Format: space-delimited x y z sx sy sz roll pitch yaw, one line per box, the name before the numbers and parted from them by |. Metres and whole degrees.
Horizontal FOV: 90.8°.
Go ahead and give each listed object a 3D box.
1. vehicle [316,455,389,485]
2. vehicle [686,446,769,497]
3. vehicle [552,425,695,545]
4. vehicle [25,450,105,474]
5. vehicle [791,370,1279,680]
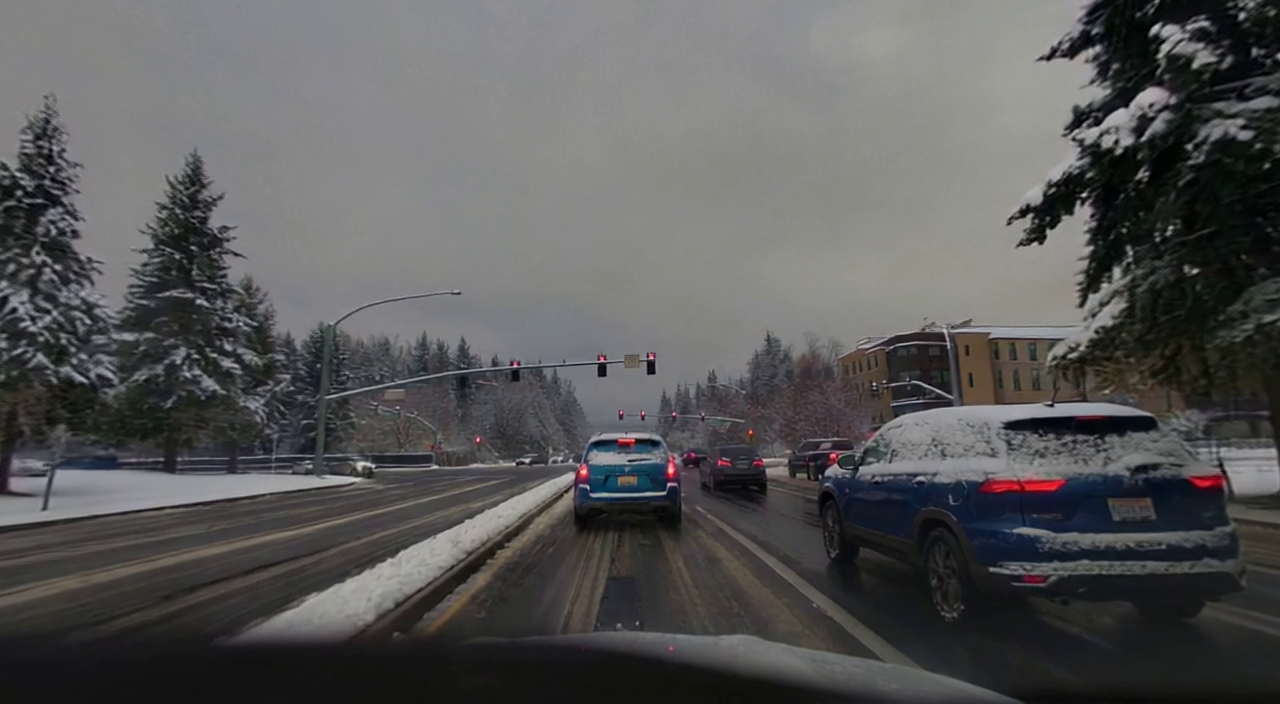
vehicle | -20.641 8.410 45.330 4.905 1.949 2.354 -5 -10 32
vehicle | 2.694 3.779 20.484 1.900 1.459 4.260 0 -8 -3
vehicle | -0.284 2.216 11.192 2.039 1.698 4.144 0 -8 -2
vehicle | -40.512 7.734 44.607 1.742 1.526 4.004 -1 -8 3
vehicle | 3.139 1.328 5.970 2.228 1.798 4.370 0 -8 -2
